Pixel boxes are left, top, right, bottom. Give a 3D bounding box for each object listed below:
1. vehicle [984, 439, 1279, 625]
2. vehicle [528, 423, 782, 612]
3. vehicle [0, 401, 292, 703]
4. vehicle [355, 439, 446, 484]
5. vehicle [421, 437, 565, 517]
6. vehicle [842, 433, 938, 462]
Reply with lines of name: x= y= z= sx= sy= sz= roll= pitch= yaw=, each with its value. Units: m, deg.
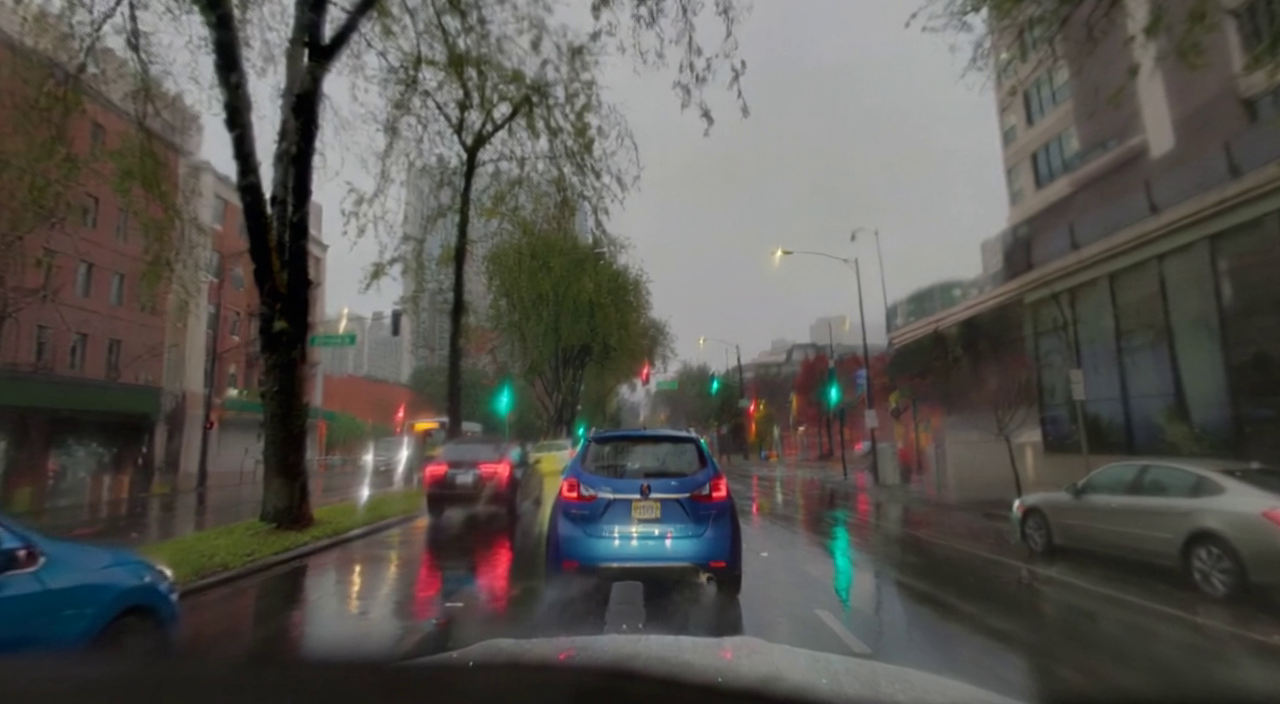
vehicle: x=5.996 y=1.706 z=6.891 sx=1.873 sy=1.453 sz=4.579 roll=0 pitch=-9 yaw=0
vehicle: x=0.103 y=1.597 z=6.897 sx=2.022 sy=1.481 sz=3.564 roll=0 pitch=-9 yaw=-1
vehicle: x=-3.086 y=0.831 z=1.500 sx=1.970 sy=1.492 sz=4.534 roll=0 pitch=-9 yaw=-1
vehicle: x=-9.845 y=4.509 z=26.318 sx=2.012 sy=1.703 sz=4.360 roll=0 pitch=-9 yaw=1
vehicle: x=-3.012 y=2.665 z=13.981 sx=2.131 sy=1.486 sz=4.089 roll=0 pitch=-9 yaw=1
vehicle: x=16.393 y=6.269 z=41.510 sx=5.345 sy=1.811 sz=2.175 roll=0 pitch=-9 yaw=-1
